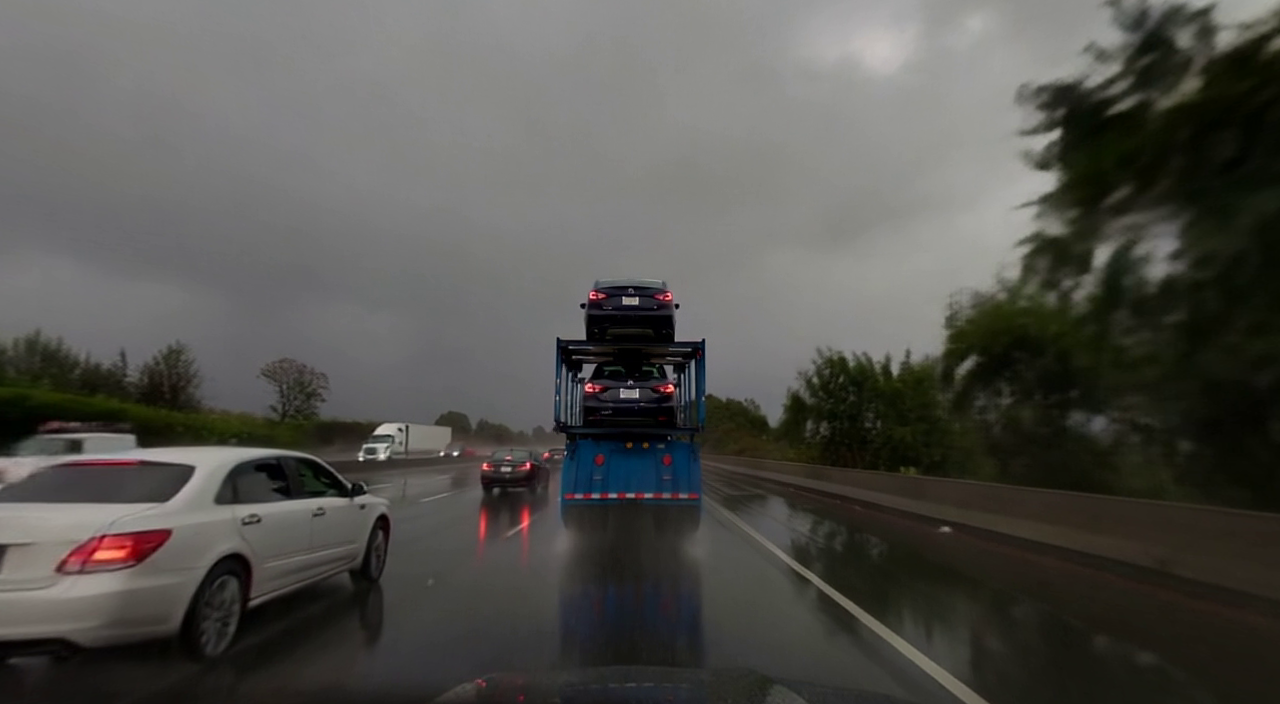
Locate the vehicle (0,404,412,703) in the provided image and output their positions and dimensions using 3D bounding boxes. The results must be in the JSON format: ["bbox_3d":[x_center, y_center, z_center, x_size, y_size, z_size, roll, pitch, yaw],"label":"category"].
[{"bbox_3d":[-3.359,1.249,4.373,2.149,1.497,3.753,0,-9,0],"label":"vehicle"}]

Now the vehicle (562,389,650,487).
[{"bbox_3d":[-2.319,4.620,32.959,3.019,3.757,16.692,1,-9,-8],"label":"vehicle"}]

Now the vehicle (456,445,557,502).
[{"bbox_3d":[-3.809,3.536,18.832,1.947,1.470,4.526,0,-9,1],"label":"vehicle"}]

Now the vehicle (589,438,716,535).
[{"bbox_3d":[0.171,2.394,11.749,1.991,1.507,3.391,0,-9,-1],"label":"vehicle"}]
